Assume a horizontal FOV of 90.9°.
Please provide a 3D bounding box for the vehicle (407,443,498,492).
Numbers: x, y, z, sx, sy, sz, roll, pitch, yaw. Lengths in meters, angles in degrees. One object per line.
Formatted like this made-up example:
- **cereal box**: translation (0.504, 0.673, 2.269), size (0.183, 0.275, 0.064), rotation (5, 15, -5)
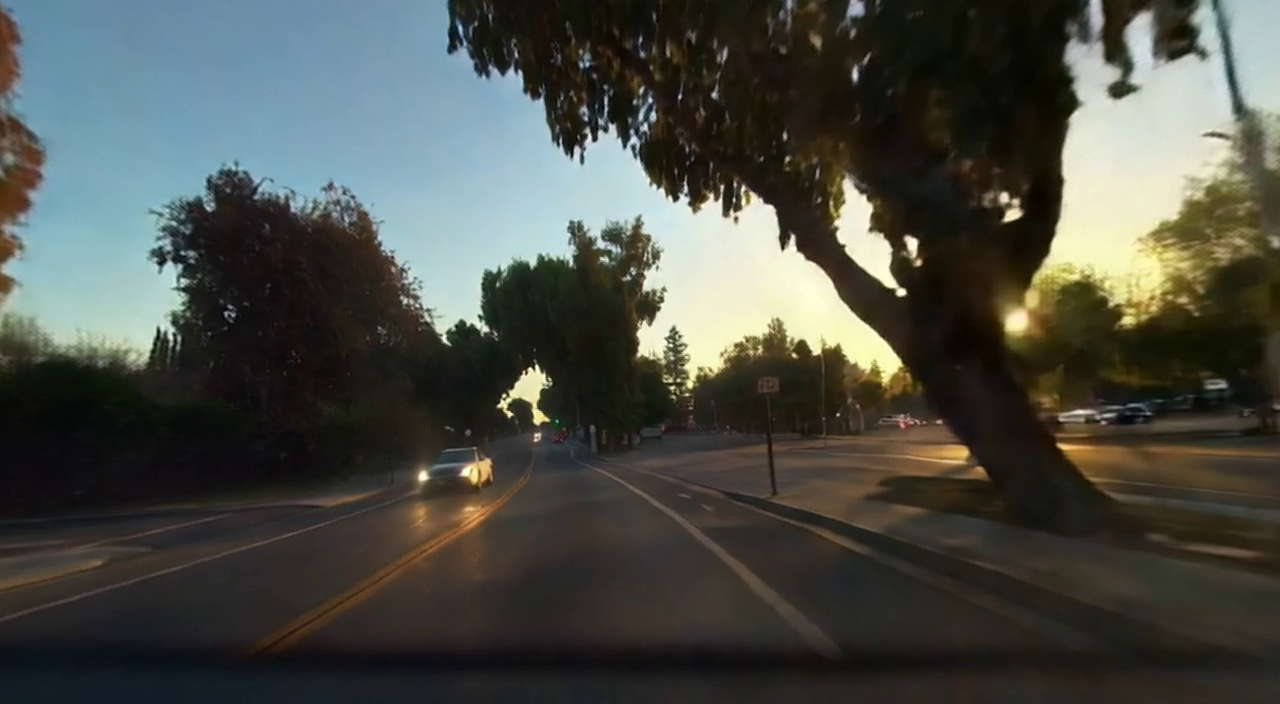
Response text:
- **vehicle**: translation (-6.241, 3.849, 21.545), size (2.125, 1.440, 4.450), rotation (0, -8, -5)

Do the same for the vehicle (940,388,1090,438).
- **vehicle**: translation (26.880, 4.435, 45.491), size (8.774, 3.004, 2.914), rotation (-3, -7, -1)
